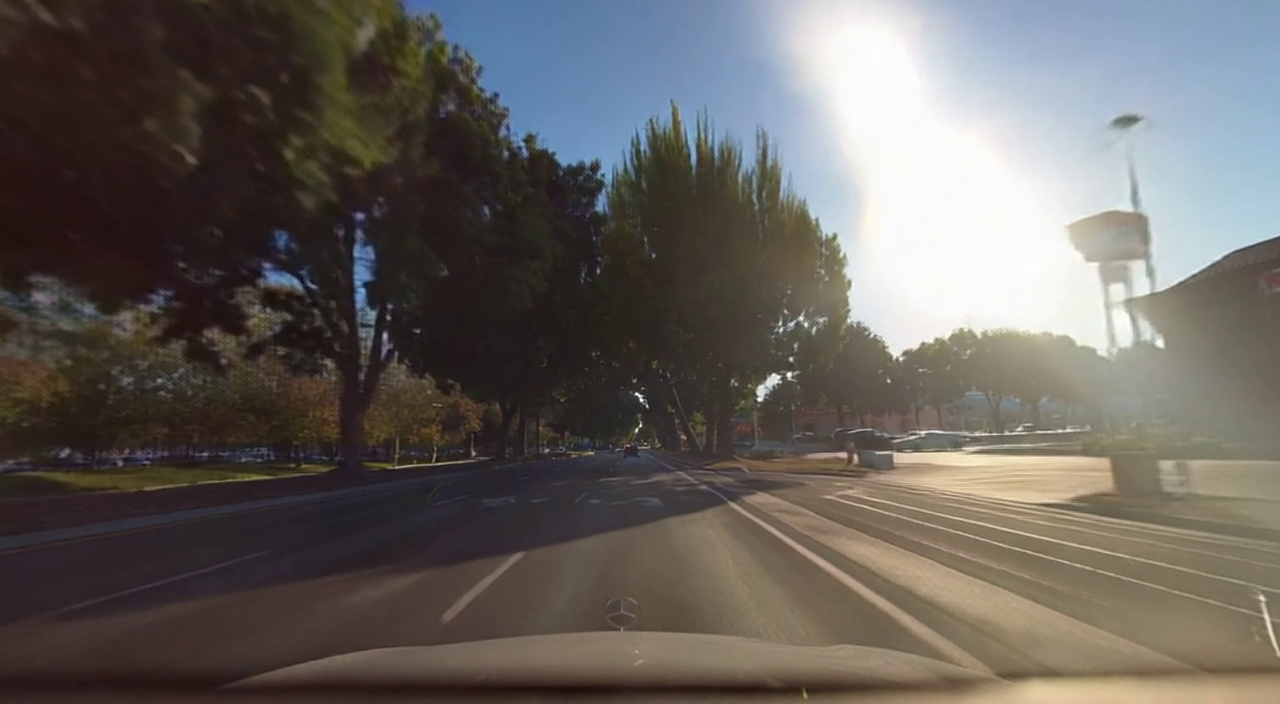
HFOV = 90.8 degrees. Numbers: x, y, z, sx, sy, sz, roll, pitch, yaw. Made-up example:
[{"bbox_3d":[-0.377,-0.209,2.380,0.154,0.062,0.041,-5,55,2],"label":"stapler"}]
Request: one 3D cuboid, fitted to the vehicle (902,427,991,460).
[{"bbox_3d":[23.272,6.937,48.081,5.460,1.980,2.188,-5,-8,1],"label":"vehicle"}]
